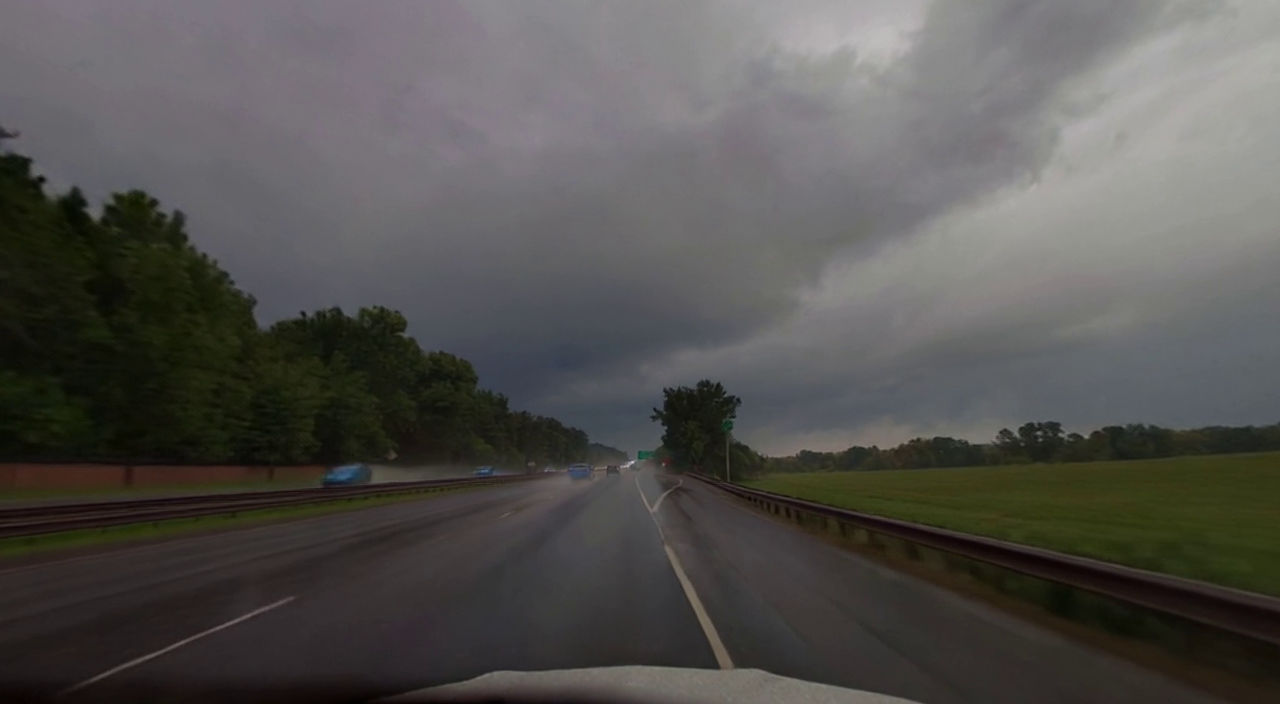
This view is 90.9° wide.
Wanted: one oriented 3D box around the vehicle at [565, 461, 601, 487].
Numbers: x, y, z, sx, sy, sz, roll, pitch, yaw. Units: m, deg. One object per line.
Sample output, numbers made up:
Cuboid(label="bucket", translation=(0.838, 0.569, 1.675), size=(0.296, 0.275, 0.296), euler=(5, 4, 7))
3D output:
Cuboid(label="vehicle", translation=(-3.808, 8.306, 42.949), size=(2.042, 1.629, 4.276), euler=(1, -11, 0))

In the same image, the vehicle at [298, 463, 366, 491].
Cuboid(label="vehicle", translation=(-17.825, 7.269, 36.650), size=(1.895, 1.487, 3.985), euler=(1, -11, 0))
